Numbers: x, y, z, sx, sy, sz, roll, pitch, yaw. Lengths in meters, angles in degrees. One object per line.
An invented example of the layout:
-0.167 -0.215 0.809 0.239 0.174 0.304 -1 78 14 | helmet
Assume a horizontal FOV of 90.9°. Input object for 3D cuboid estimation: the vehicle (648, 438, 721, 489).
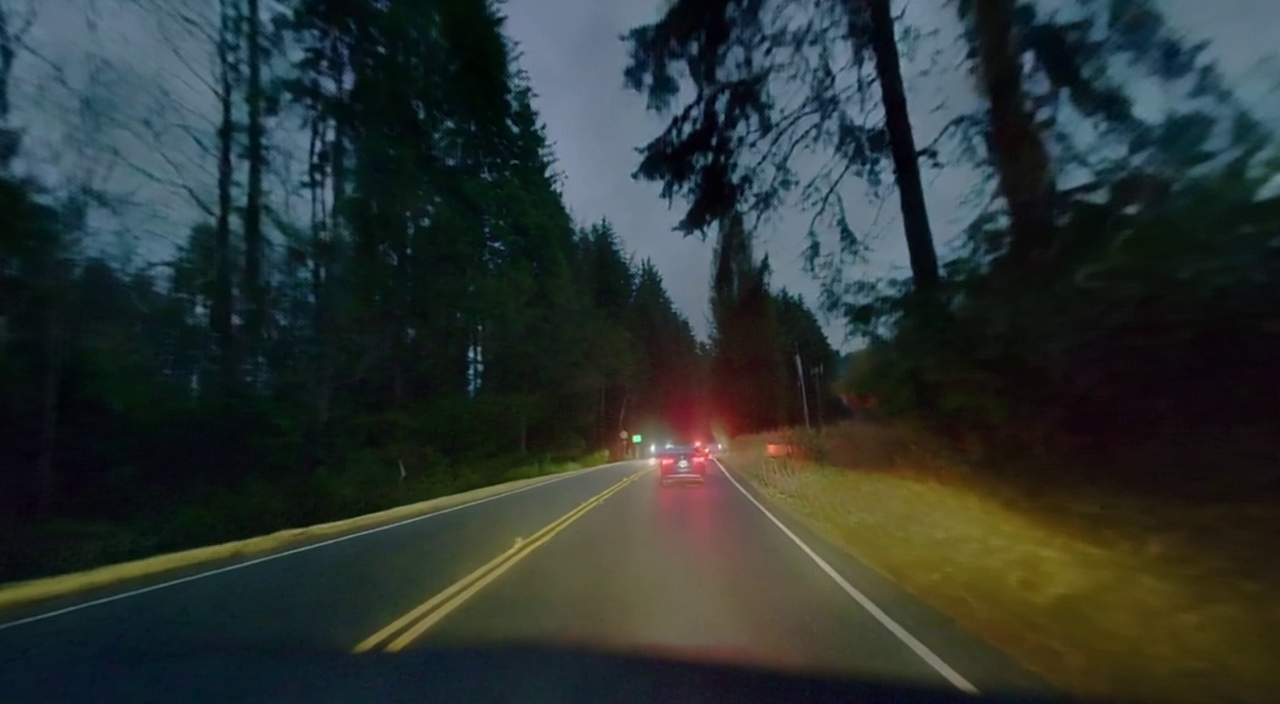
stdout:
1.540 3.817 21.941 2.274 1.583 4.349 -1 -8 4 | vehicle
